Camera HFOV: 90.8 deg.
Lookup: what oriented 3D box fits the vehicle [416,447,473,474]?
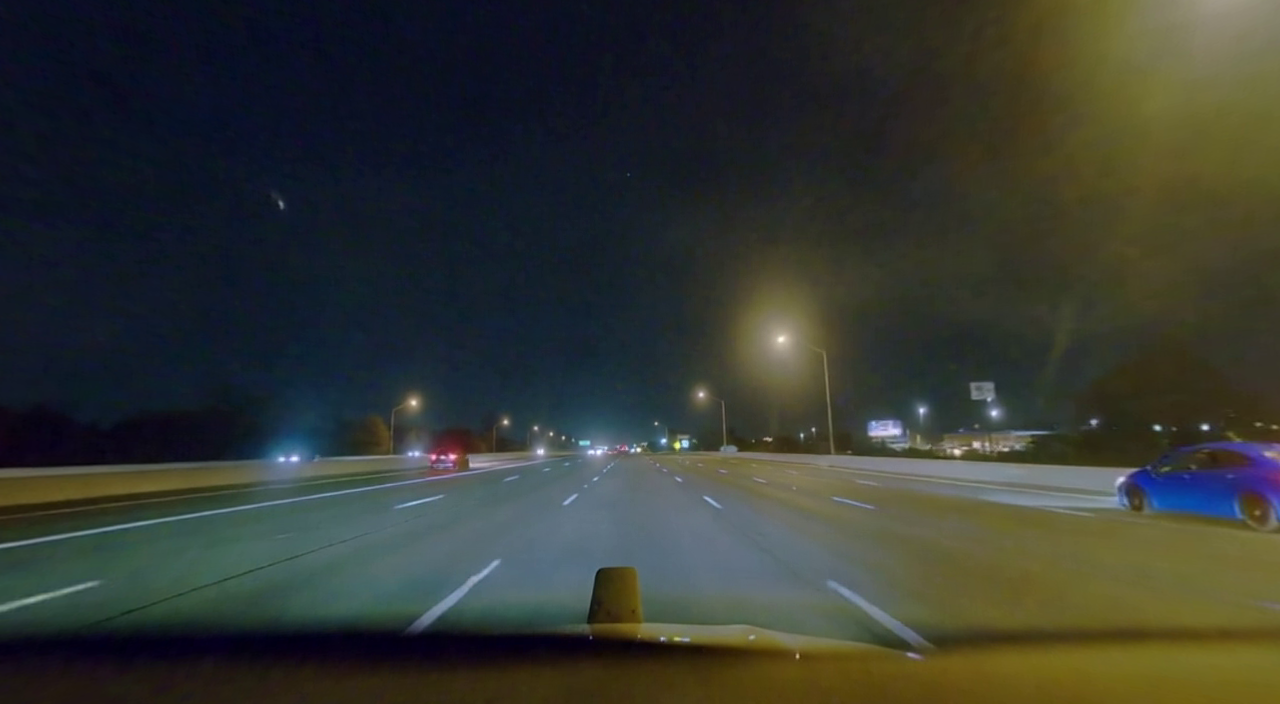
[{"bbox_3d":[-11.403,6.320,37.177,1.921,1.452,4.429,0,-9,0],"label":"vehicle"}]

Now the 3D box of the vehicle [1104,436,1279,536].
[{"bbox_3d":[10.617,2.197,10.731,1.985,1.493,4.486,0,-9,-1],"label":"vehicle"}]
